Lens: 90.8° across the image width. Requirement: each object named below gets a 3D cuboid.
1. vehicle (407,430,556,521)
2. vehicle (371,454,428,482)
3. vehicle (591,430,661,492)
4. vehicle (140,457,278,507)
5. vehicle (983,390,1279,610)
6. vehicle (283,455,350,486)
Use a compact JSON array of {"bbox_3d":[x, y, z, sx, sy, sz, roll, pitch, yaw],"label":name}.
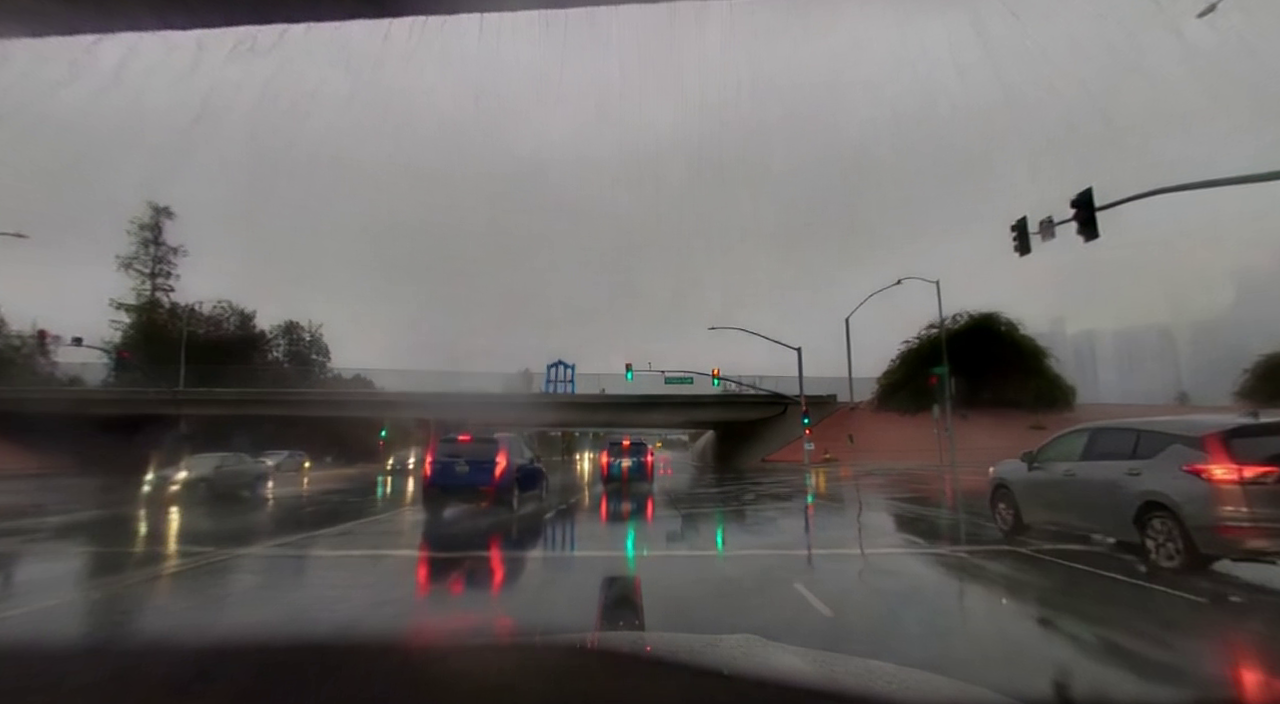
[{"bbox_3d":[-3.434,2.782,14.811,2.060,1.768,4.681,-1,-8,3],"label":"vehicle"},{"bbox_3d":[-16.297,7.864,43.045,2.007,1.730,4.774,0,-8,0],"label":"vehicle"},{"bbox_3d":[-0.506,4.004,23.577,2.342,2.026,4.642,0,-8,-1],"label":"vehicle"},{"bbox_3d":[-15.620,4.691,23.280,1.859,1.542,4.657,0,-8,-1],"label":"vehicle"},{"bbox_3d":[6.239,1.507,7.287,2.074,1.785,4.320,0,-8,0],"label":"vehicle"},{"bbox_3d":[-23.441,8.562,46.031,2.039,1.965,5.291,0,-8,0],"label":"vehicle"}]
